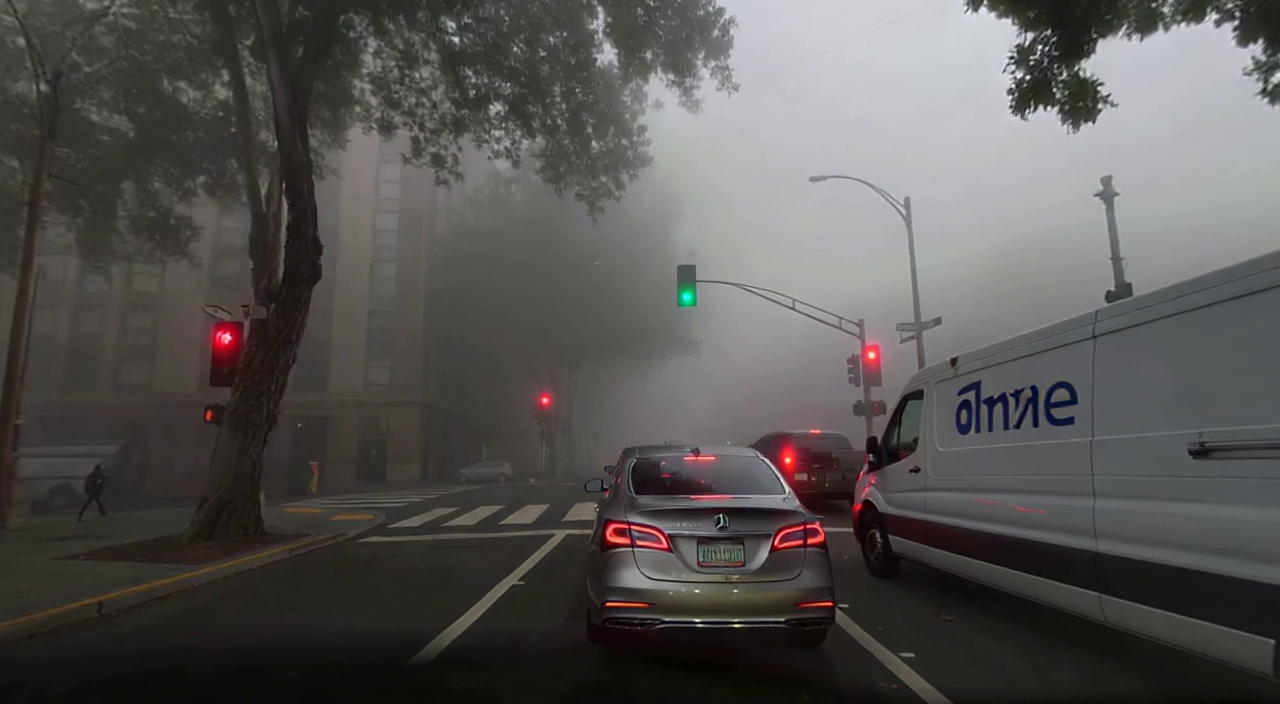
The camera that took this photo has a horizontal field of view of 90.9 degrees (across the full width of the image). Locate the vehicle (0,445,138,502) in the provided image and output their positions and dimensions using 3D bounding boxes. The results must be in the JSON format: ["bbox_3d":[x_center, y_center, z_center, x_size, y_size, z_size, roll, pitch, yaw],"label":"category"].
[{"bbox_3d":[-29.534,6.176,32.111,5.743,2.738,2.263,1,-10,0],"label":"vehicle"}]

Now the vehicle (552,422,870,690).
[{"bbox_3d":[0.391,1.602,5.792,1.961,1.629,3.610,1,-10,-2],"label":"vehicle"}]

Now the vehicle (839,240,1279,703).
[{"bbox_3d":[2.847,0.909,2.997,2.054,1.965,5.248,1,-11,0],"label":"vehicle"}]
